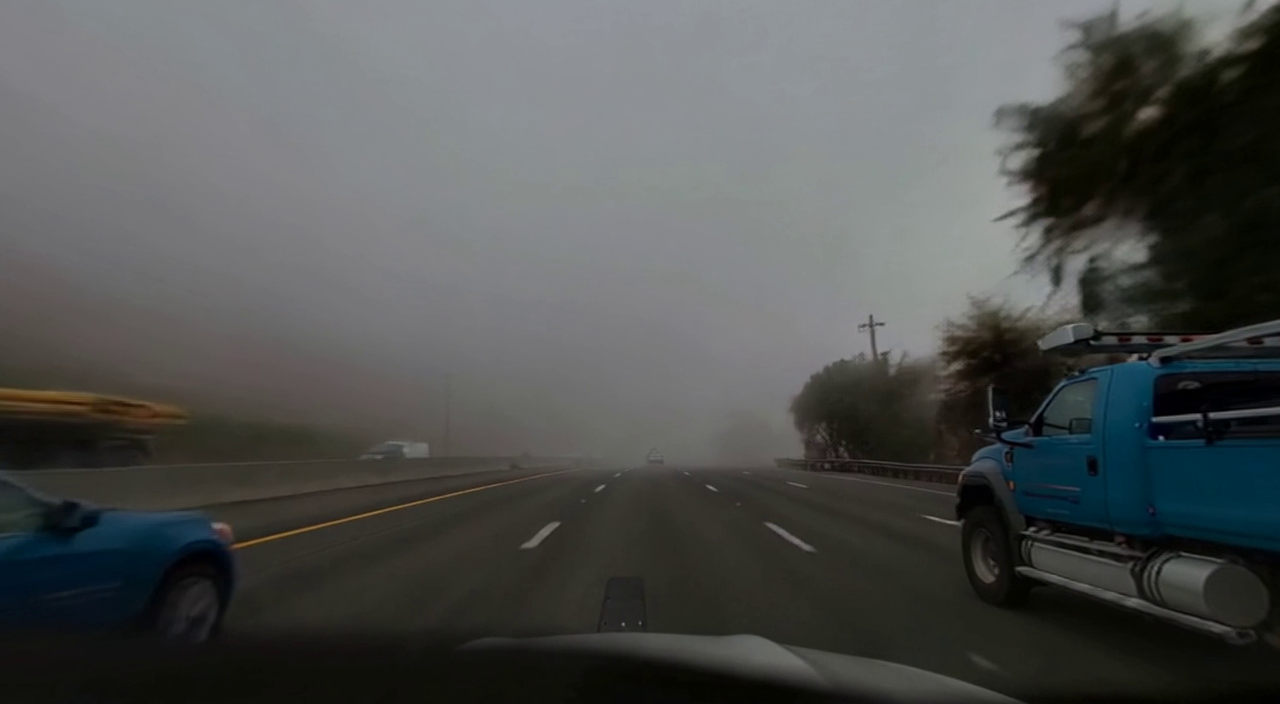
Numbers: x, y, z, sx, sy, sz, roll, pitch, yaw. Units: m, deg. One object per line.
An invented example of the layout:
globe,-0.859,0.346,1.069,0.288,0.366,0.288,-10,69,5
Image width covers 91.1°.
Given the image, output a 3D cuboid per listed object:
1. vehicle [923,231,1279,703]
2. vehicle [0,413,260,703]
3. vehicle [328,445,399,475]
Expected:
vehicle,3.731,0.606,2.040,2.538,2.228,6.370,0,-9,-1
vehicle,-3.613,0.907,1.930,1.974,1.493,4.563,0,-9,1
vehicle,-17.367,6.791,39.803,2.076,1.738,5.045,0,-9,2
